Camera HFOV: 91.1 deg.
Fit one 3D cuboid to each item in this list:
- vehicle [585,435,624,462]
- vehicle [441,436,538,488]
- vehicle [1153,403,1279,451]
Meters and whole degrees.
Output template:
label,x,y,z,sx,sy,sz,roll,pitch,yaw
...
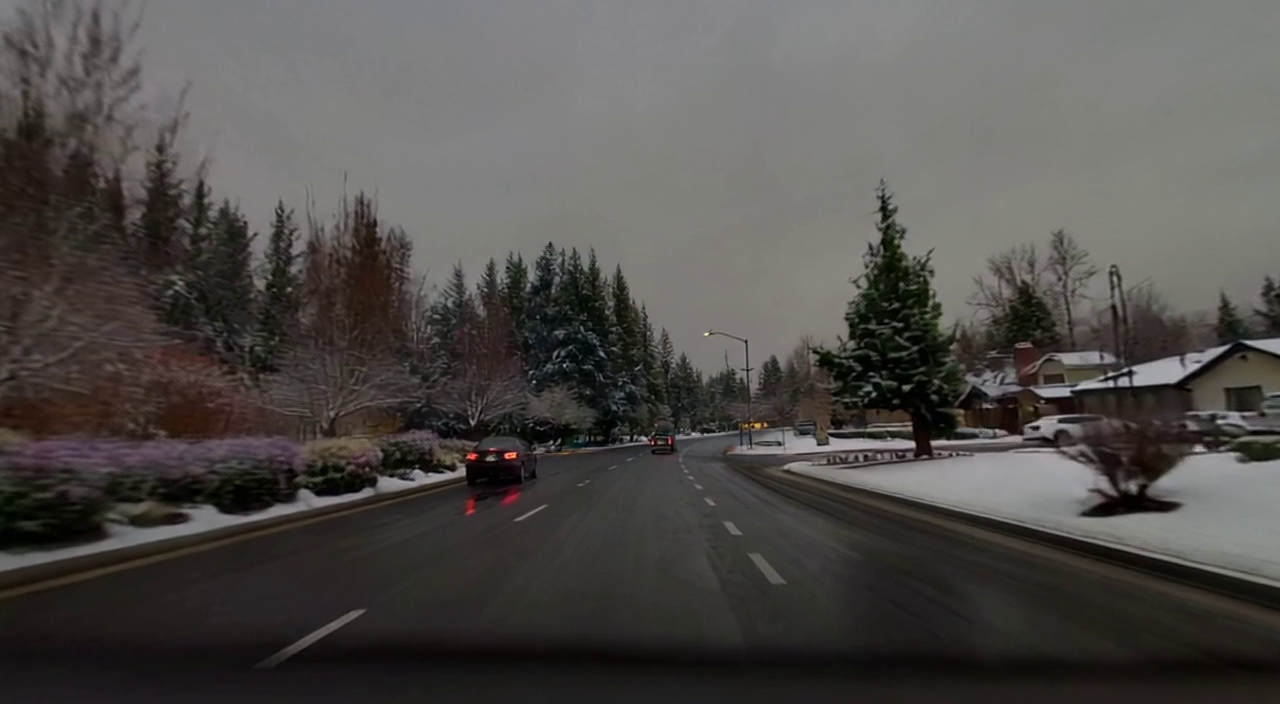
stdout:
label,x,y,z,sx,sy,sz,roll,pitch,yaw
vehicle,-2.437,6.860,44.740,2.188,1.819,4.667,-1,-8,4
vehicle,-4.625,3.444,20.020,2.036,1.478,4.508,0,-8,-1
vehicle,21.459,2.692,22.420,4.366,1.617,2.096,0,-8,0
